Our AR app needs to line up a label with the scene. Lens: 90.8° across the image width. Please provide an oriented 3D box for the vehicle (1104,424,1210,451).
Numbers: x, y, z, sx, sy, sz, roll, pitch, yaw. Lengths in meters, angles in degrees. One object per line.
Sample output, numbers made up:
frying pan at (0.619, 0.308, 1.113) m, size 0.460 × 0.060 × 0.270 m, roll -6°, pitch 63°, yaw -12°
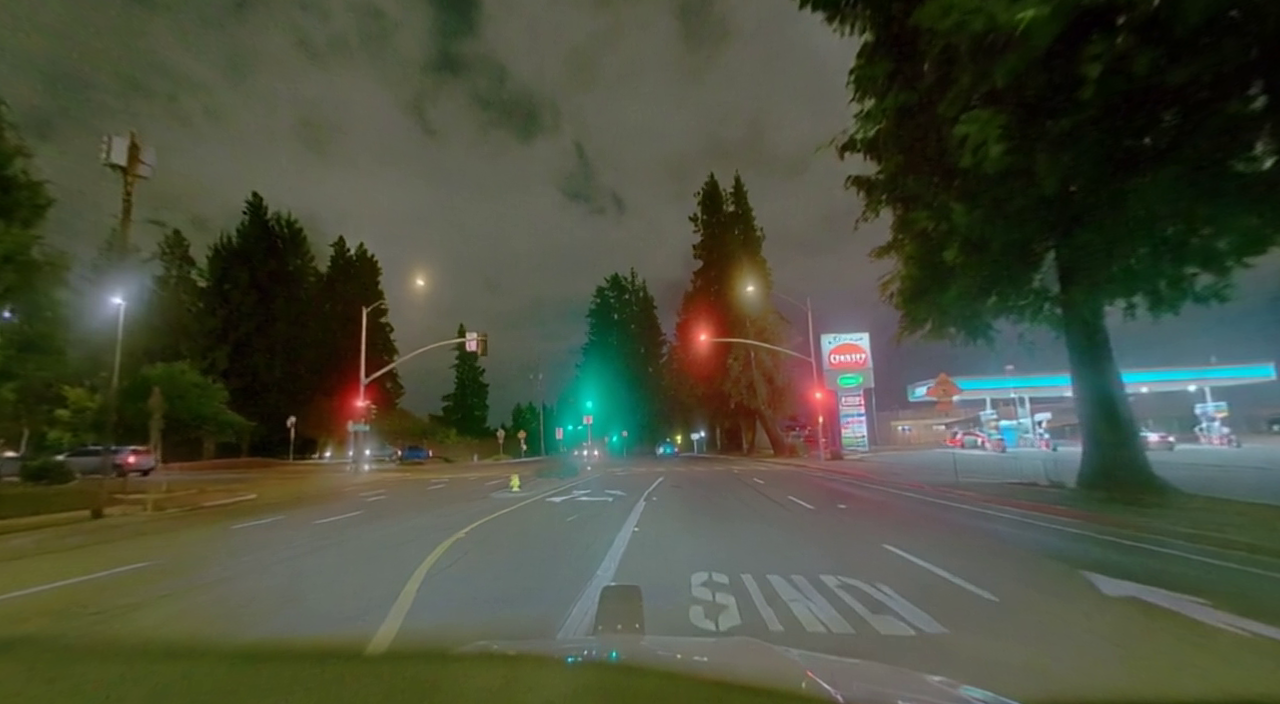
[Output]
vehicle at (30.129, 5.028, 36.923) m, size 1.885 × 1.446 × 4.469 m, roll 8°, pitch -12°, yaw -42°

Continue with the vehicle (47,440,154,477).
vehicle at (-32.061, 6.308, 37.588) m, size 4.847 × 1.872 × 2.114 m, roll -4°, pitch -7°, yaw 9°
